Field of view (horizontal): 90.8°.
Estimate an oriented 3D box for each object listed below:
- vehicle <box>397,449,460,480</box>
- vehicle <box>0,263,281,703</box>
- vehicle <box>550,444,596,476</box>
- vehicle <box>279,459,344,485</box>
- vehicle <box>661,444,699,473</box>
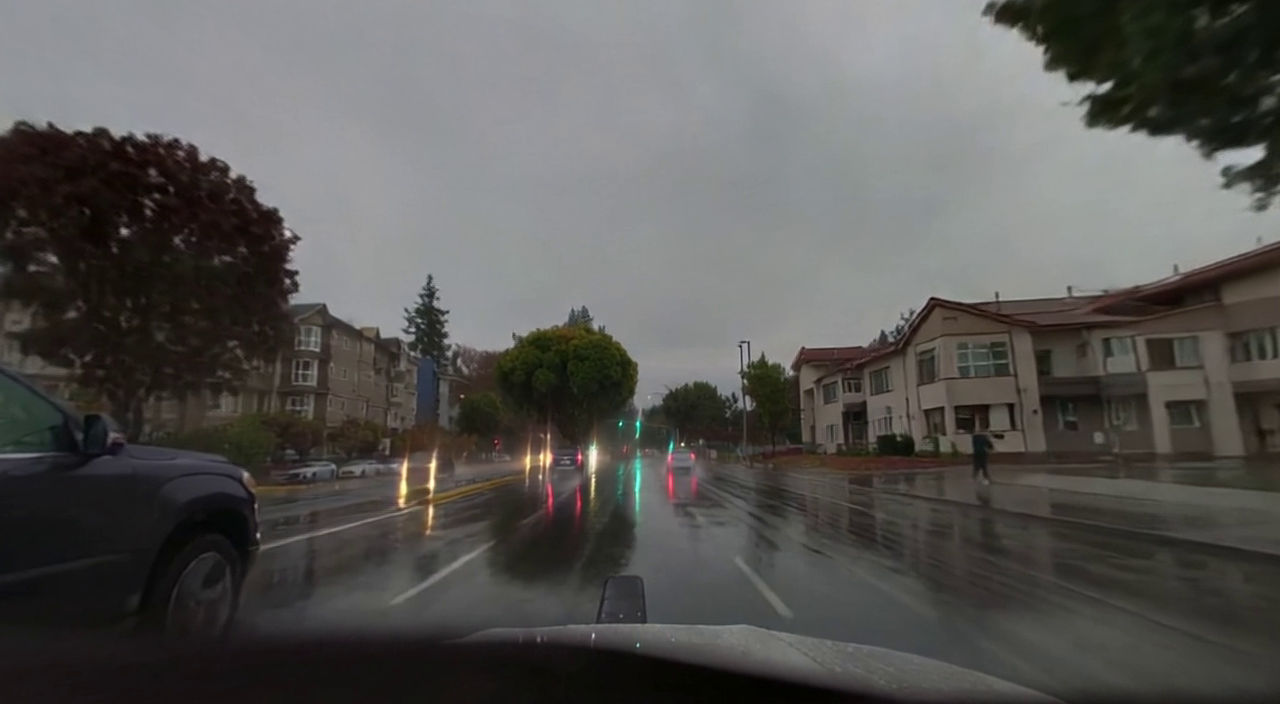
[{"bbox_3d":[-12.096,6.438,36.446,1.966,1.643,4.688,0,-9,0],"label":"vehicle"},{"bbox_3d":[-3.481,0.541,1.433,2.225,1.984,5.168,0,-9,1],"label":"vehicle"},{"bbox_3d":[-3.705,6.052,35.618,2.083,1.685,4.069,0,-9,1],"label":"vehicle"},{"bbox_3d":[-22.839,8.355,44.155,2.176,1.516,4.532,-3,-8,-1],"label":"vehicle"},{"bbox_3d":[2.538,6.850,40.874,2.018,1.719,4.369,0,-9,-2],"label":"vehicle"}]
